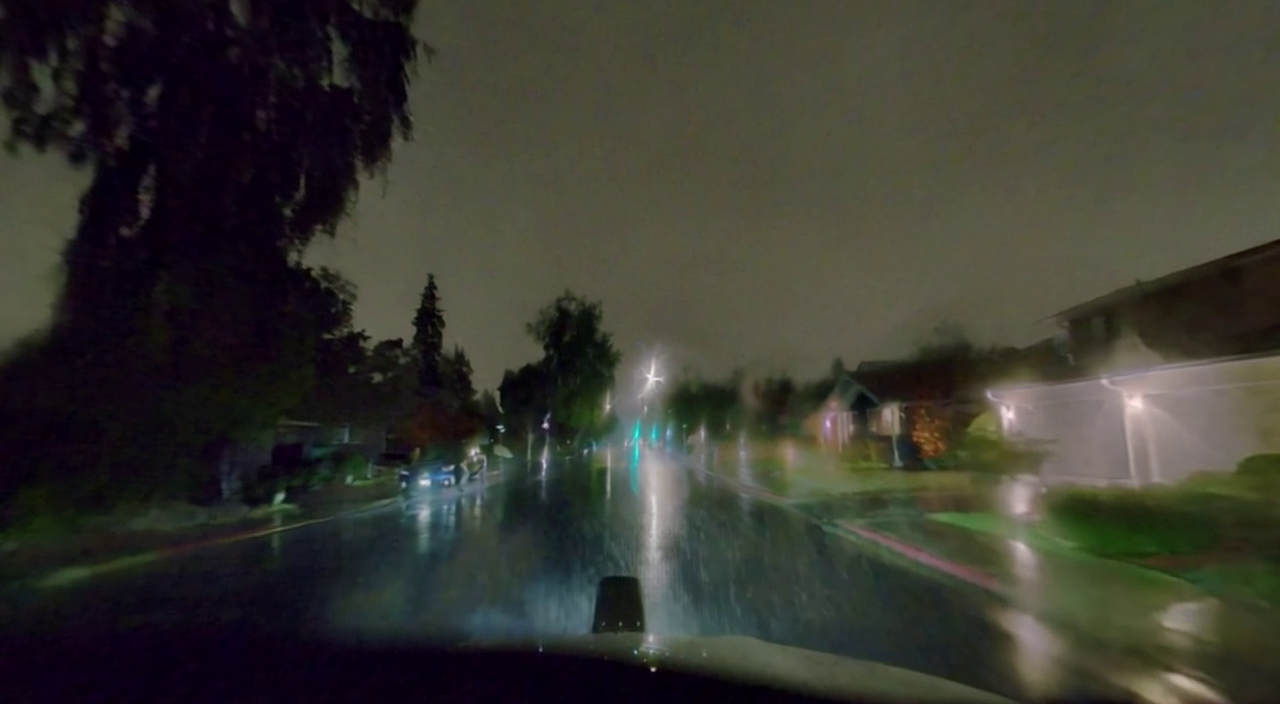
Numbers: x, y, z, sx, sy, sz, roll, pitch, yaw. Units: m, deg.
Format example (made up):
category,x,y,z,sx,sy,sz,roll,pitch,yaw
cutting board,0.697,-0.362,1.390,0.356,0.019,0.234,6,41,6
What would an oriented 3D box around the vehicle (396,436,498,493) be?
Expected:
category,x,y,z,sx,sy,sz,roll,pitch,yaw
vehicle,-6.581,3.877,22.245,2.078,1.745,5.119,0,-8,-1
